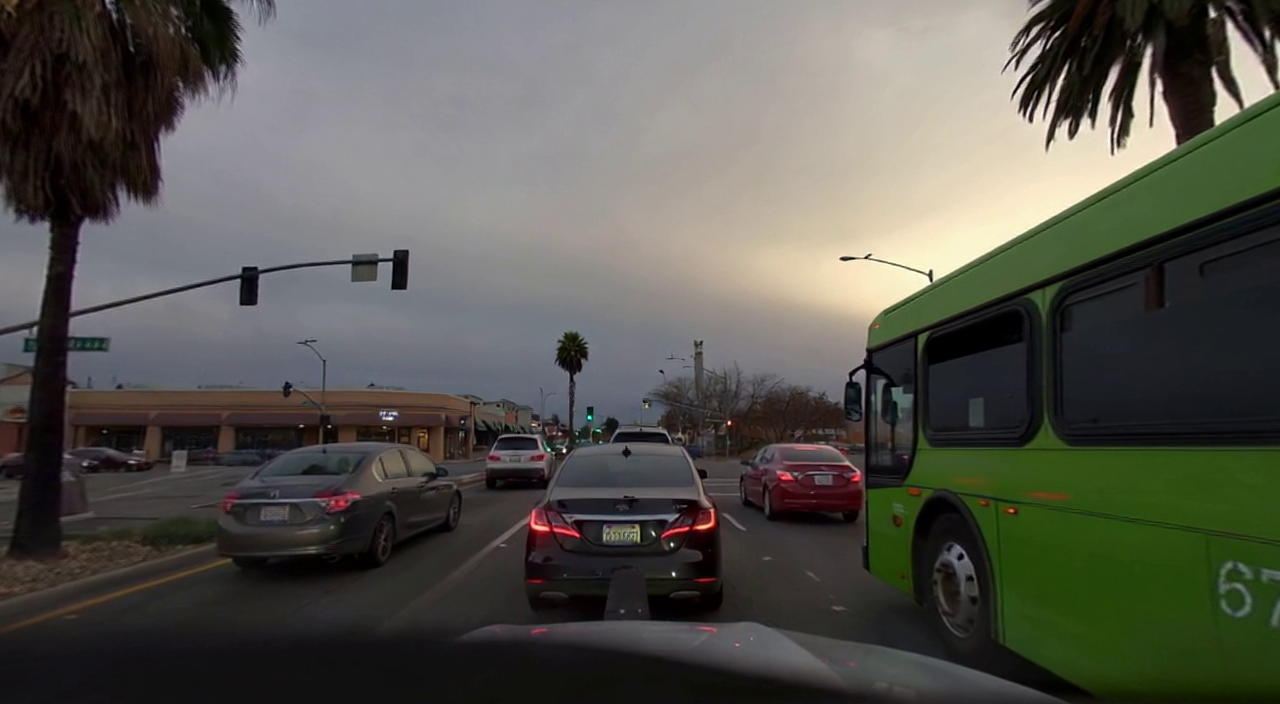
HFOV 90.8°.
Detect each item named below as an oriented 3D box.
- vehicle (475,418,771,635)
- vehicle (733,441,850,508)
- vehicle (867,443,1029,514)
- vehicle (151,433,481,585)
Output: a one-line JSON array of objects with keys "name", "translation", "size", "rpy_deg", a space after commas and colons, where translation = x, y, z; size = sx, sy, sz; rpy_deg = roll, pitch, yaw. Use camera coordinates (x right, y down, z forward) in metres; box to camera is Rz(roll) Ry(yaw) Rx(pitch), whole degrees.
[{"name": "vehicle", "translation": [-0.123, 1.509, 6.402], "size": [2.060, 1.499, 3.831], "rpy_deg": [0, -9, 0]}, {"name": "vehicle", "translation": [3.735, 3.087, 16.418], "size": [1.989, 1.467, 4.364], "rpy_deg": [0, -9, 0]}, {"name": "vehicle", "translation": [7.829, 3.231, 16.638], "size": [2.181, 1.607, 4.236], "rpy_deg": [0, -9, 1]}, {"name": "vehicle", "translation": [-3.589, 1.796, 8.090], "size": [1.919, 1.415, 4.178], "rpy_deg": [0, -9, 1]}]
